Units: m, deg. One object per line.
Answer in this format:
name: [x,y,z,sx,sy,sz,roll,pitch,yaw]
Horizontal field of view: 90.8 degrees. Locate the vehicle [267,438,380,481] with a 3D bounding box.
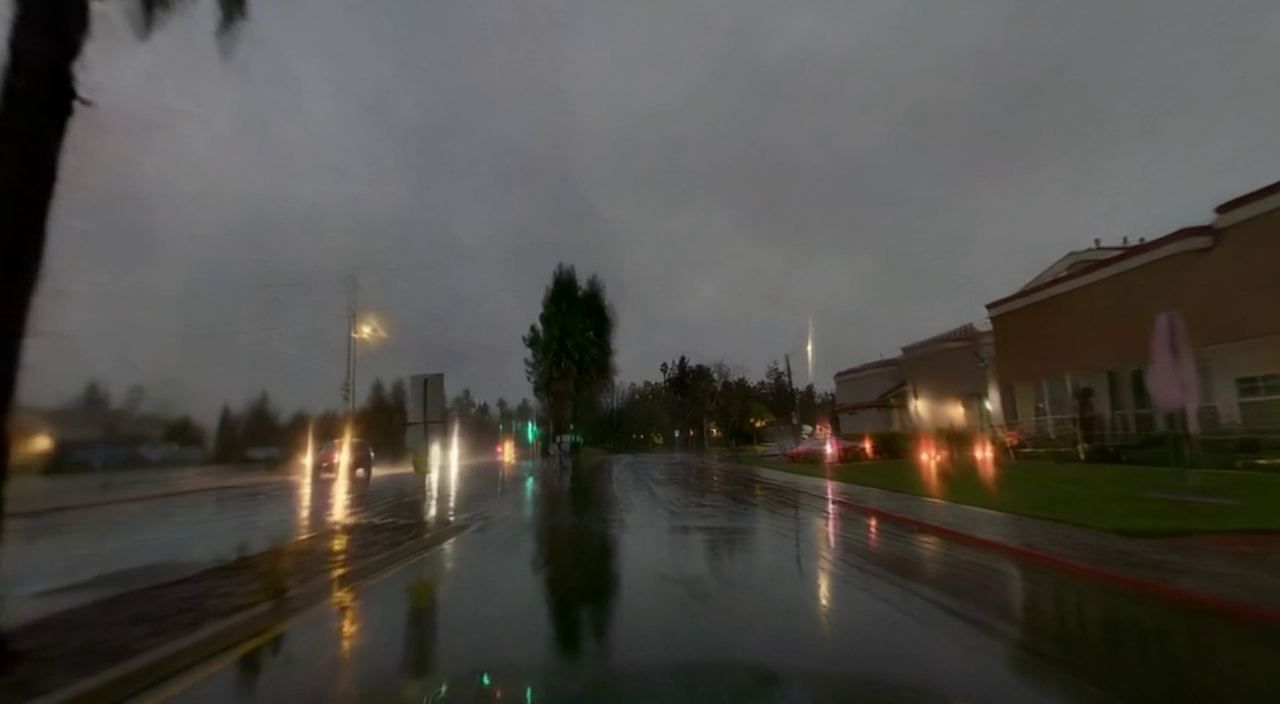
vehicle: [-14.991,5.070,29.952,4.651,1.863,2.174,-4,-9,23]
